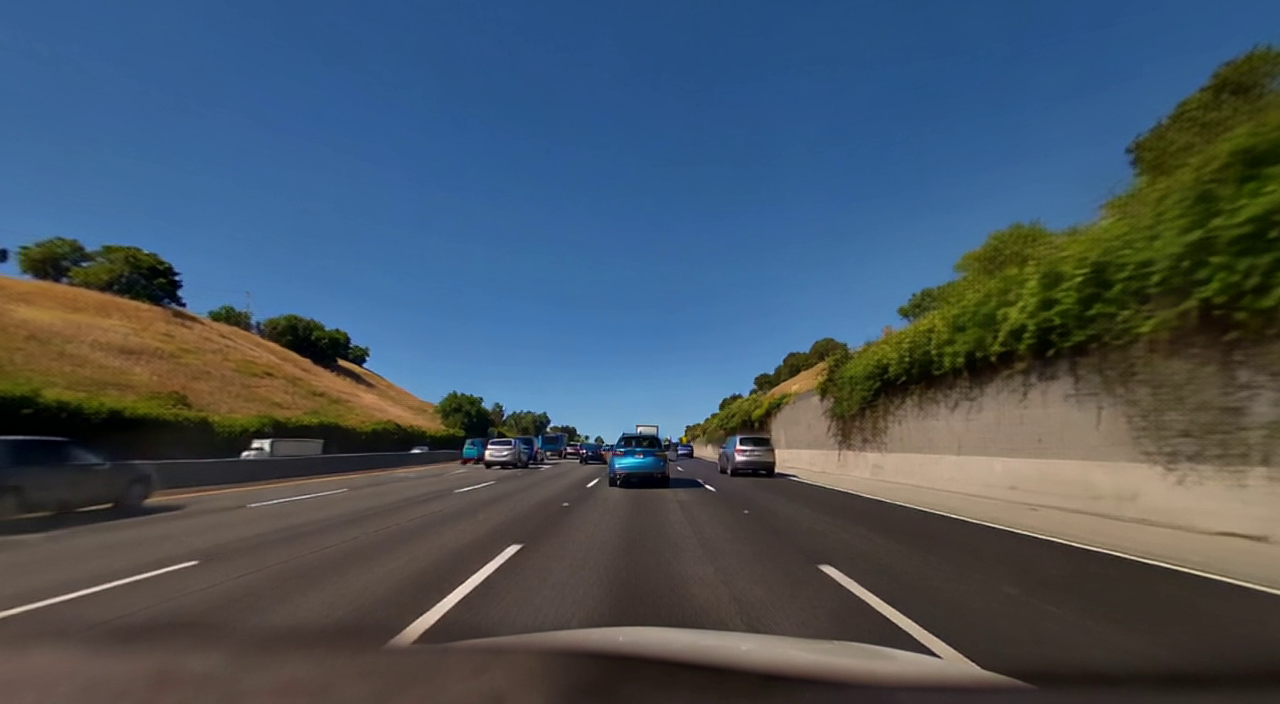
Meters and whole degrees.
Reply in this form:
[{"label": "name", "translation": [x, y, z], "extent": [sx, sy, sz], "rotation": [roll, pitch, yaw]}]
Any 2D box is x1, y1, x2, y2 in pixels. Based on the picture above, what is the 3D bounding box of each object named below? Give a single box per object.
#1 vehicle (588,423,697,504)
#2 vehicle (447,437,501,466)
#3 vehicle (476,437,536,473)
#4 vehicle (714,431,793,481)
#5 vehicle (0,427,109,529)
[{"label": "vehicle", "translation": [0.081, 2.844, 16.410], "extent": [2.447, 1.804, 4.273], "rotation": [0, -8, 1]}, {"label": "vehicle", "translation": [-11.048, 6.659, 42.408], "extent": [2.223, 1.781, 5.098], "rotation": [0, -8, 0]}, {"label": "vehicle", "translation": [-6.750, 5.253, 32.320], "extent": [2.024, 1.706, 4.462], "rotation": [0, -8, 1]}, {"label": "vehicle", "translation": [4.580, 4.335, 26.549], "extent": [2.204, 1.852, 5.845], "rotation": [0, -8, 0]}, {"label": "vehicle", "translation": [-11.469, 2.010, 9.966], "extent": [1.999, 1.643, 4.717], "rotation": [0, -8, 0]}]
